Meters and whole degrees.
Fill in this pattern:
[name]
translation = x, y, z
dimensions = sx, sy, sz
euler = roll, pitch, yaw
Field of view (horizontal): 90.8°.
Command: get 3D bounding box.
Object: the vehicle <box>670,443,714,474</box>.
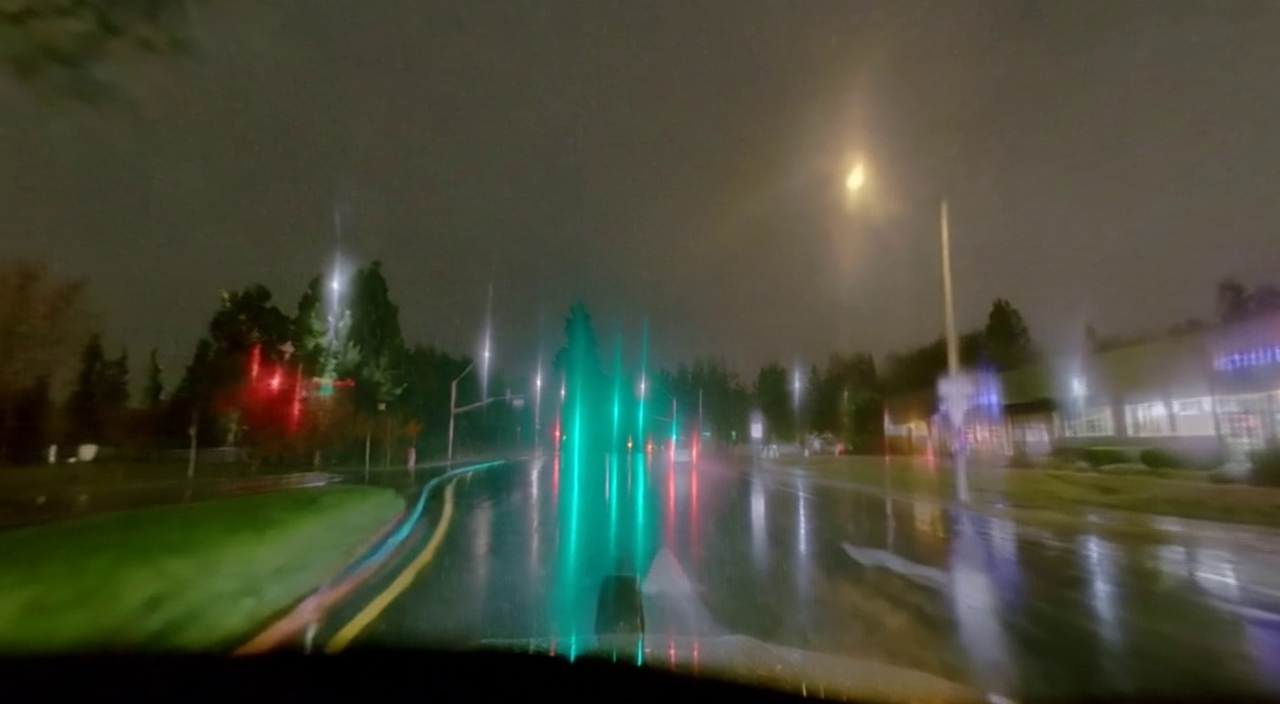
[vehicle]
translation = 2.797, 5.866, 34.908
dimensions = 1.961, 1.580, 4.020
euler = 1, -8, -2
